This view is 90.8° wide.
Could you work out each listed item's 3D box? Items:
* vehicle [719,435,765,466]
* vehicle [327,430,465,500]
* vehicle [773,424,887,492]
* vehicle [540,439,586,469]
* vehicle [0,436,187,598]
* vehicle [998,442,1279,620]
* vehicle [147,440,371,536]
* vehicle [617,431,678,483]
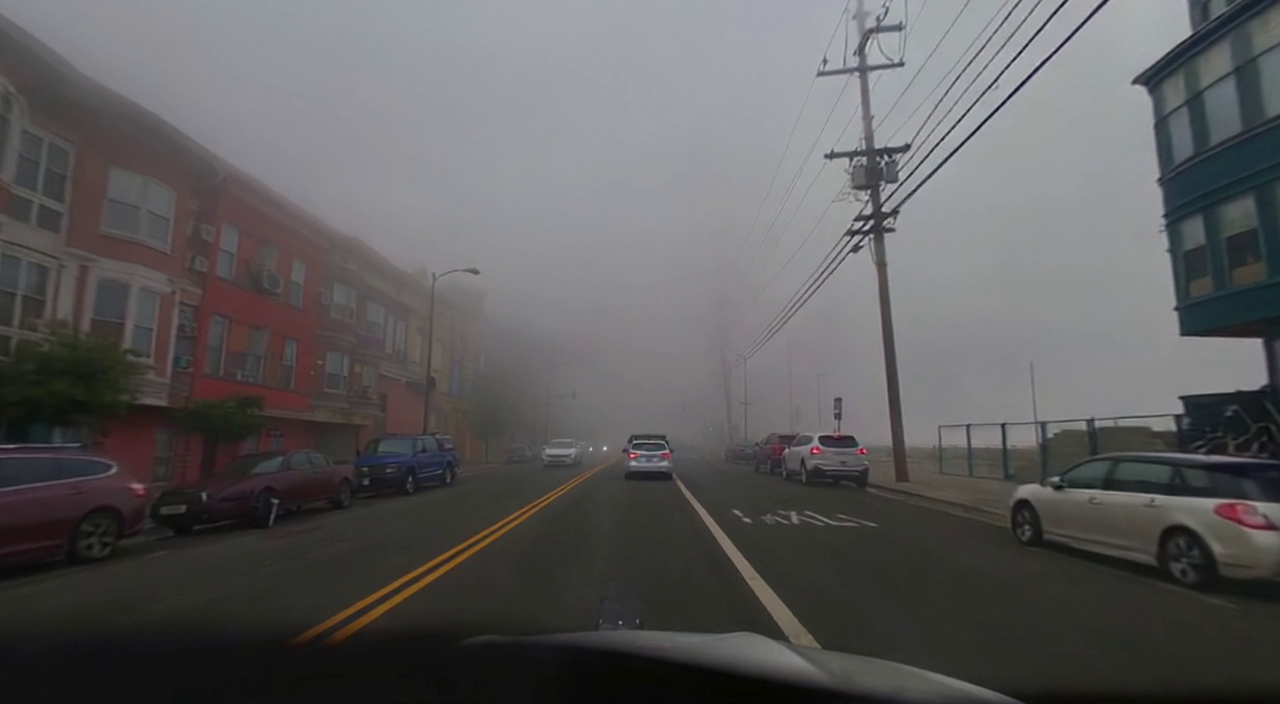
[{"bbox_3d":[6.753,6.611,42.392,2.197,1.917,5.637,0,-8,1],"label":"vehicle"},{"bbox_3d":[-7.254,3.377,19.523,2.095,1.847,5.290,0,-8,1],"label":"vehicle"},{"bbox_3d":[6.445,3.691,22.370,2.203,2.052,5.975,0,-8,0],"label":"vehicle"},{"bbox_3d":[-4.160,5.568,34.663,1.944,1.515,4.428,0,-8,0],"label":"vehicle"},{"bbox_3d":[-7.294,1.658,6.362,1.884,1.582,4.837,0,-7,0],"label":"vehicle"},{"bbox_3d":[6.557,1.908,7.746,1.842,1.561,4.084,0,-8,-1],"label":"vehicle"},{"bbox_3d":[-7.264,2.564,12.701,1.928,1.552,4.234,0,-8,-1],"label":"vehicle"},{"bbox_3d":[0.288,3.665,22.233,1.980,1.635,3.795,0,-8,1],"label":"vehicle"}]
